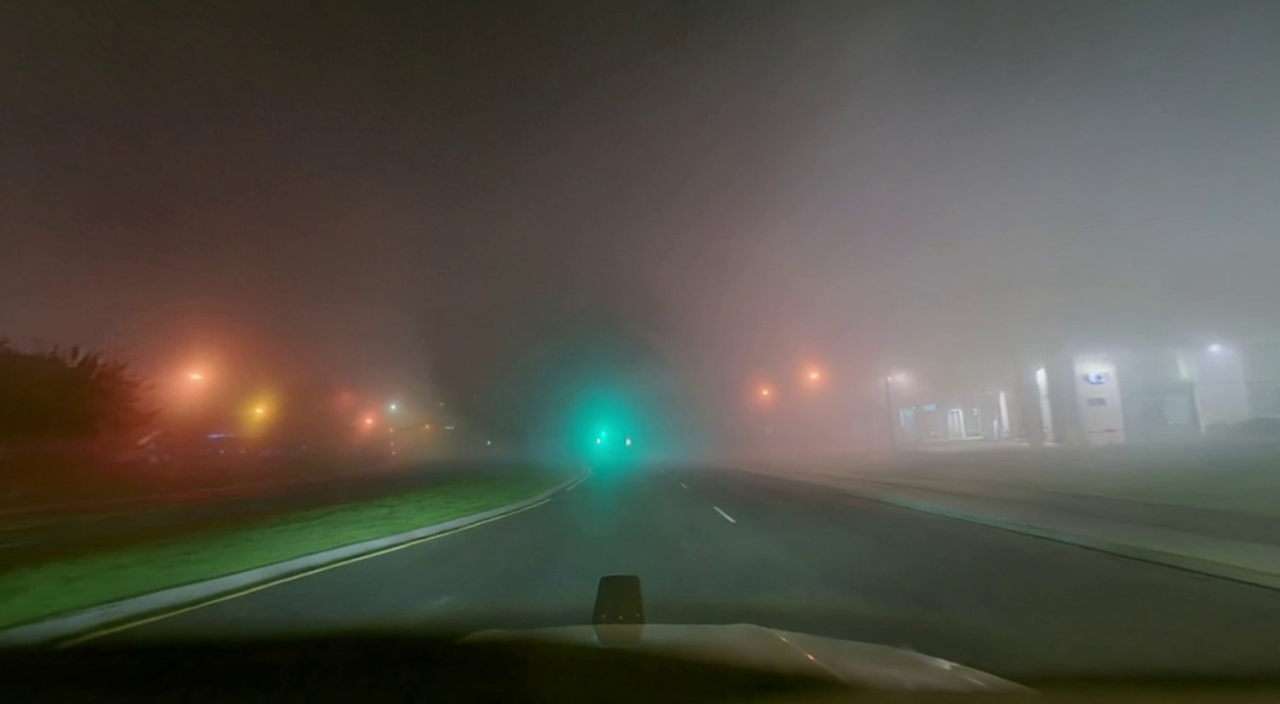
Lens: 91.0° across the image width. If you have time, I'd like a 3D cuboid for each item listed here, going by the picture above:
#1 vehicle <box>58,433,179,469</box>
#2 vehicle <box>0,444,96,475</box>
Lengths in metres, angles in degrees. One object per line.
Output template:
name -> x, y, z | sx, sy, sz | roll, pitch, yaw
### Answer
vehicle -> -29.435, 5.612, 35.704 | 4.812, 1.932, 2.147 | 0, -9, -2
vehicle -> -29.587, 5.225, 30.706 | 4.187, 1.457, 1.973 | 0, -9, -2
